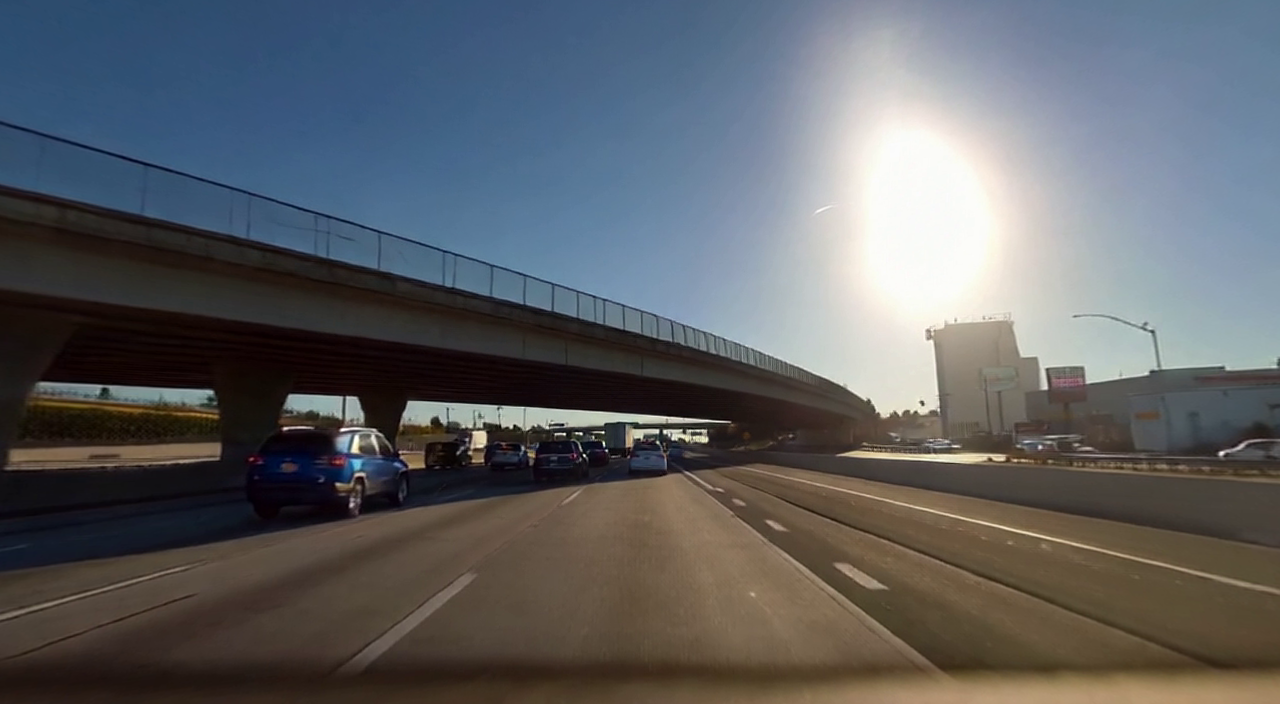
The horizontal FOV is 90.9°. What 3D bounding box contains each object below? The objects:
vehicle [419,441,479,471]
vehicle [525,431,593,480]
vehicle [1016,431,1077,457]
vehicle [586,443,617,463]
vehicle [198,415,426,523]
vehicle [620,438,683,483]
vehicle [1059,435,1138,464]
[{"bbox_3d":[-10.056,5.498,33.496,1.861,1.495,4.007,0,-8,1],"label":"vehicle"},{"bbox_3d":[-3.064,4.027,24.780,2.007,1.730,4.412,0,-8,1],"label":"vehicle"},{"bbox_3d":[30.941,7.044,48.159,1.939,1.888,3.984,0,-9,-1],"label":"vehicle"},{"bbox_3d":[-2.926,7.827,49.142,2.048,1.497,4.466,0,-8,1],"label":"vehicle"},{"bbox_3d":[-6.383,2.340,13.159,2.125,1.804,4.864,0,-8,0],"label":"vehicle"},{"bbox_3d":[0.382,3.894,22.984,2.090,1.474,3.970,0,-8,1],"label":"vehicle"},{"bbox_3d":[30.938,6.568,42.722,1.858,1.741,4.683,-2,-7,1],"label":"vehicle"}]
